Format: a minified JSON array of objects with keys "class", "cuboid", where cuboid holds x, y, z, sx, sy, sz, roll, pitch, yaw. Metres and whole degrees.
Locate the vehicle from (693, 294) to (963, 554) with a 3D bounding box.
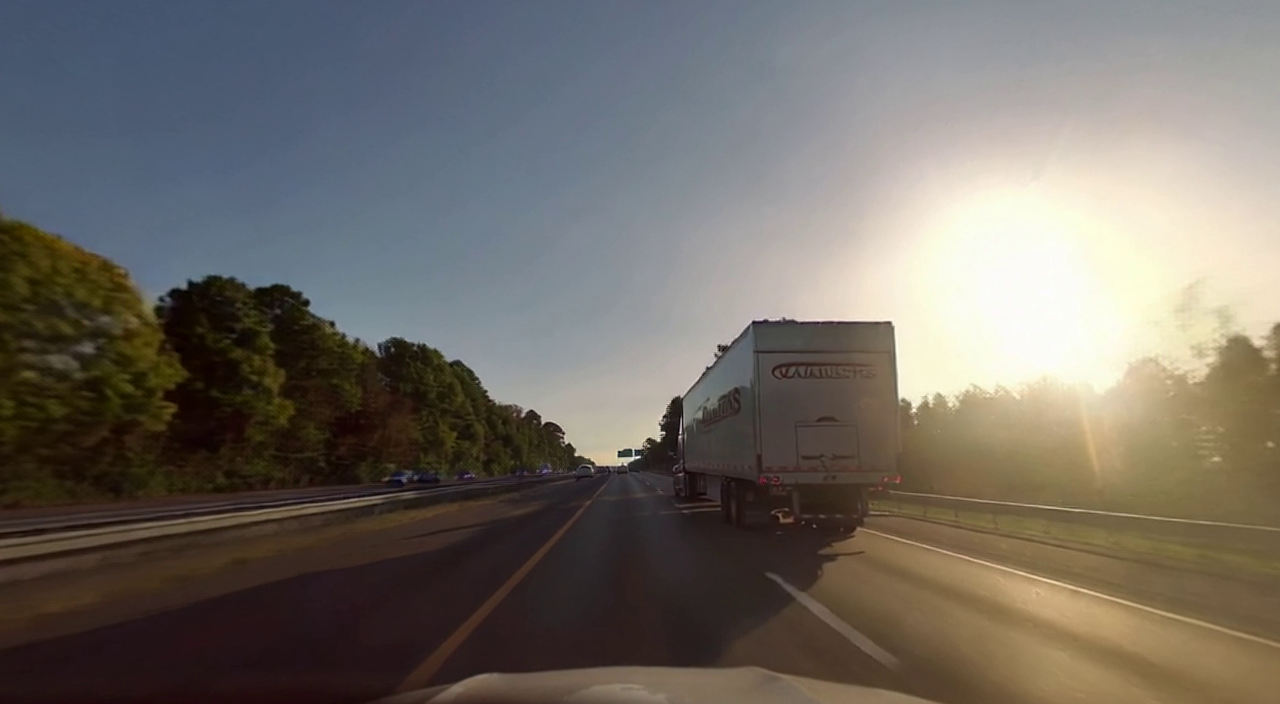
[{"class":"vehicle","cuboid":[3.331,2.037,15.148,2.871,4.032,10.642,1,-10,-2]}]
